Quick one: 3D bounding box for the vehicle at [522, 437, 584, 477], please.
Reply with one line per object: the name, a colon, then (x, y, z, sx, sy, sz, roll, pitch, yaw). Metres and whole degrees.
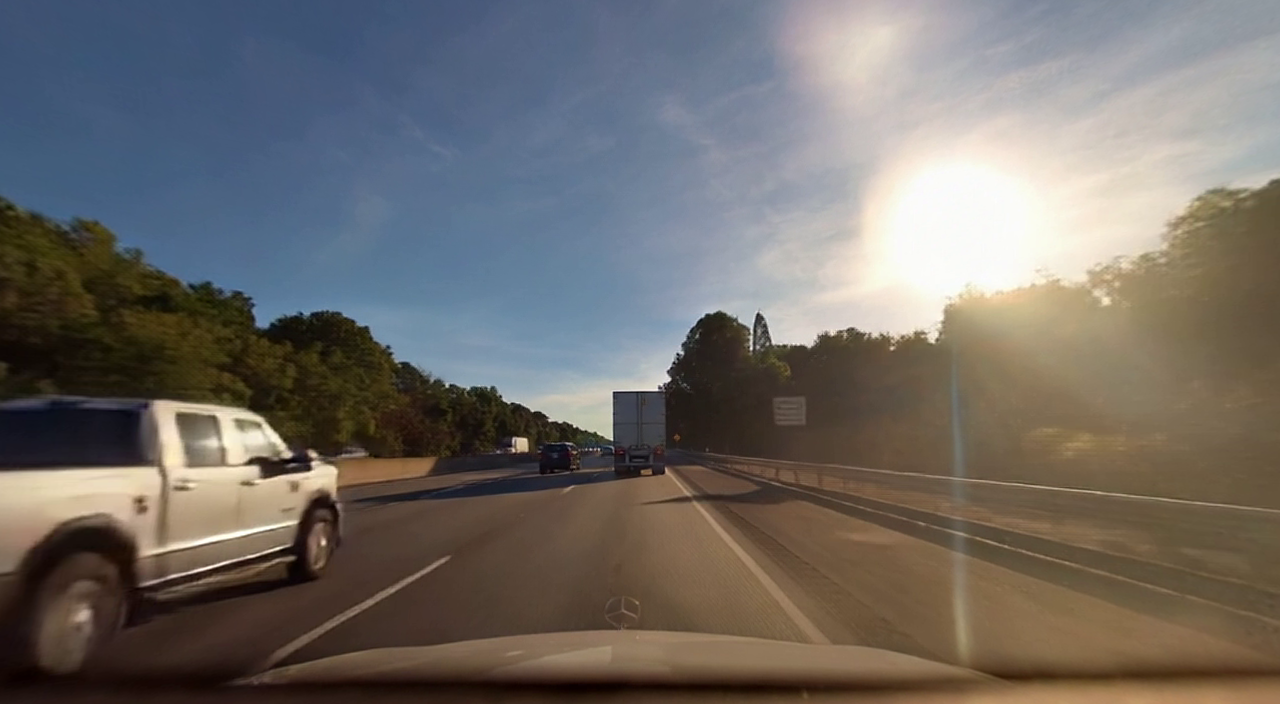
vehicle: (-4.195, 5.178, 31.343, 2.285, 1.833, 4.984, 0, -9, 1)

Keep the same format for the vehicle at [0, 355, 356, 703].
vehicle: (-4.169, 1.089, 4.306, 2.140, 1.750, 4.901, 0, -9, 0)

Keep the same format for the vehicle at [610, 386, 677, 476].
vehicle: (0.130, 4.448, 34.596, 3.052, 4.132, 11.336, 0, -9, 0)
